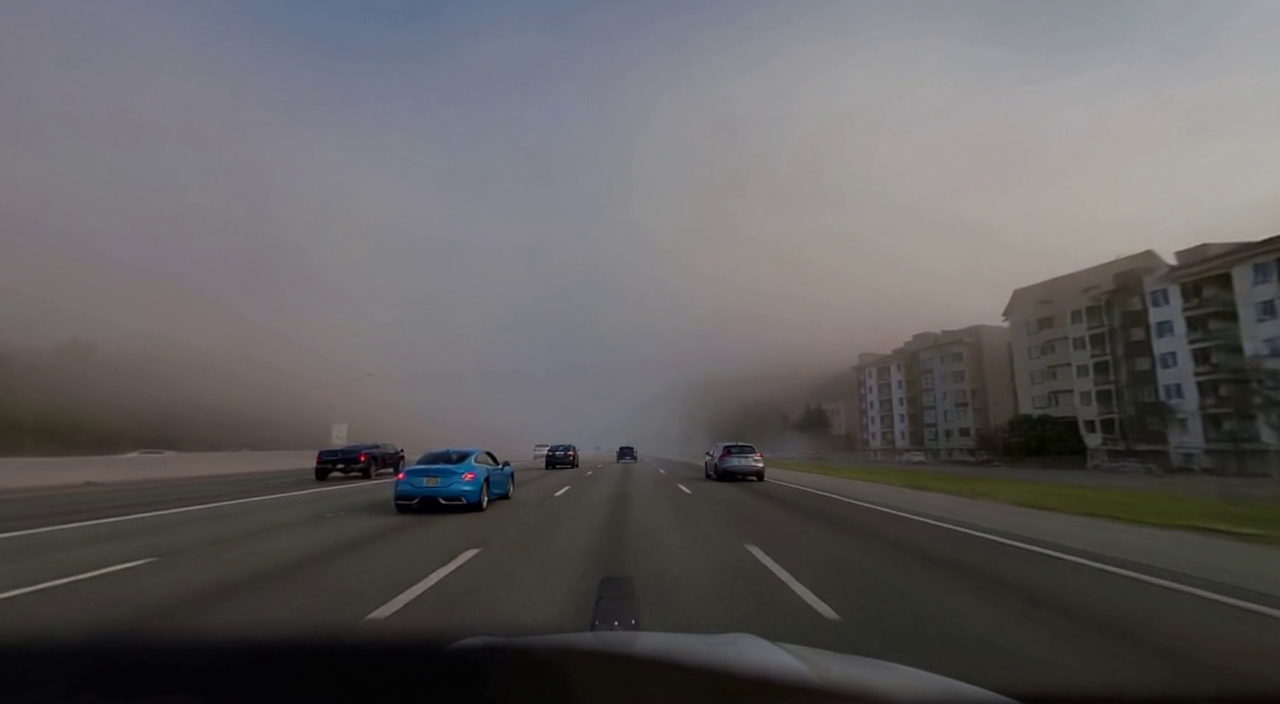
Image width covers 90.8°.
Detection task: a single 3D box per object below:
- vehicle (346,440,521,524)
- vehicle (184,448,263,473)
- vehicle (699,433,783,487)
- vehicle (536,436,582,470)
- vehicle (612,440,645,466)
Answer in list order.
[{"bbox_3d":[-3.988,2.578,13.191,2.124,1.426,4.444,0,-8,0],"label":"vehicle"},{"bbox_3d":[-26.159,6.781,39.869,1.816,1.457,4.598,0,-8,0],"label":"vehicle"},{"bbox_3d":[3.352,3.684,21.918,2.061,1.658,4.417,0,-8,-2],"label":"vehicle"},{"bbox_3d":[-4.481,5.655,35.467,2.044,1.774,4.329,0,-8,-1],"label":"vehicle"},{"bbox_3d":[-0.741,6.633,41.712,2.053,1.650,3.945,0,-8,-1],"label":"vehicle"}]
